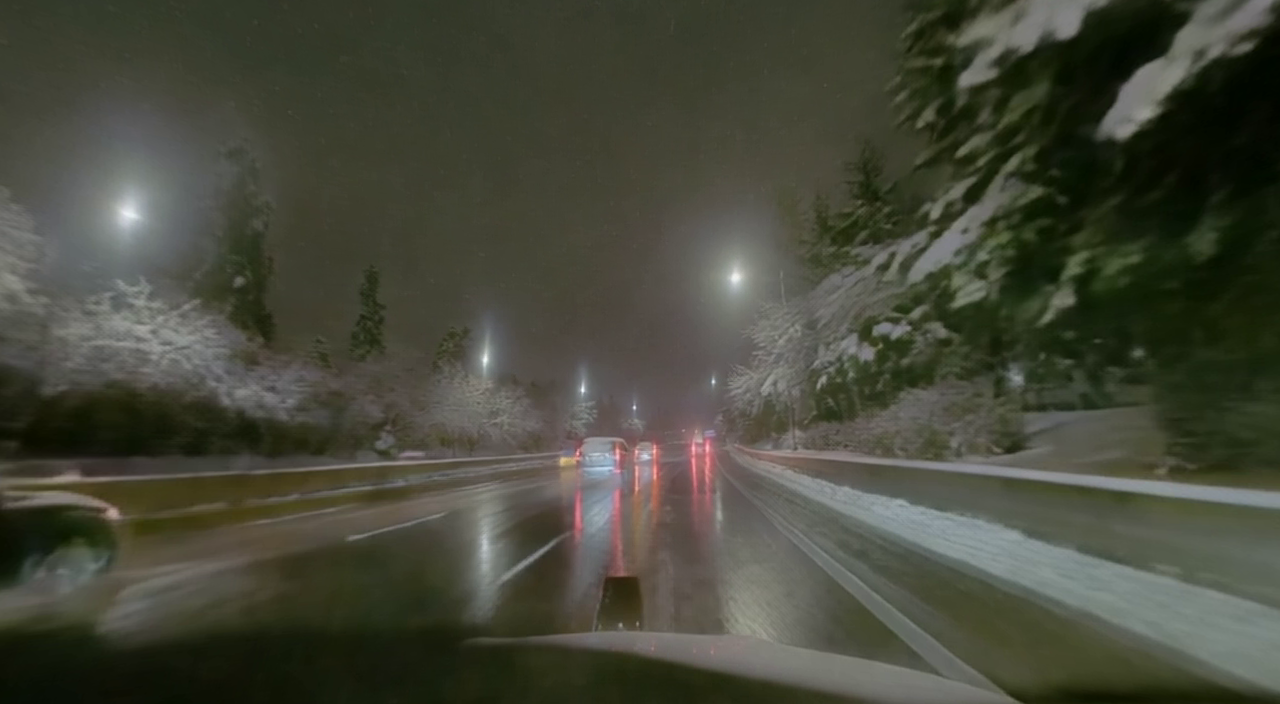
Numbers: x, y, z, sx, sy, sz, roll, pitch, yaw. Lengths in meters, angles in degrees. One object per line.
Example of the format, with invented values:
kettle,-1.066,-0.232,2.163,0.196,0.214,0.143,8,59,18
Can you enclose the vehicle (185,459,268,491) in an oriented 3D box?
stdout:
vehicle,-22.573,6.683,34.668,1.774,1.542,3.835,-1,-9,4

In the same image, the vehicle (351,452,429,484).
vehicle,-12.579,5.848,32.082,1.832,1.437,4.523,-1,-9,4

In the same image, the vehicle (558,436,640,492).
vehicle,-1.263,3.742,21.453,2.082,1.638,4.644,-2,-9,5

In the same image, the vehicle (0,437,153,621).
vehicle,-6.177,1.302,4.184,1.981,1.460,4.792,-1,-9,2
